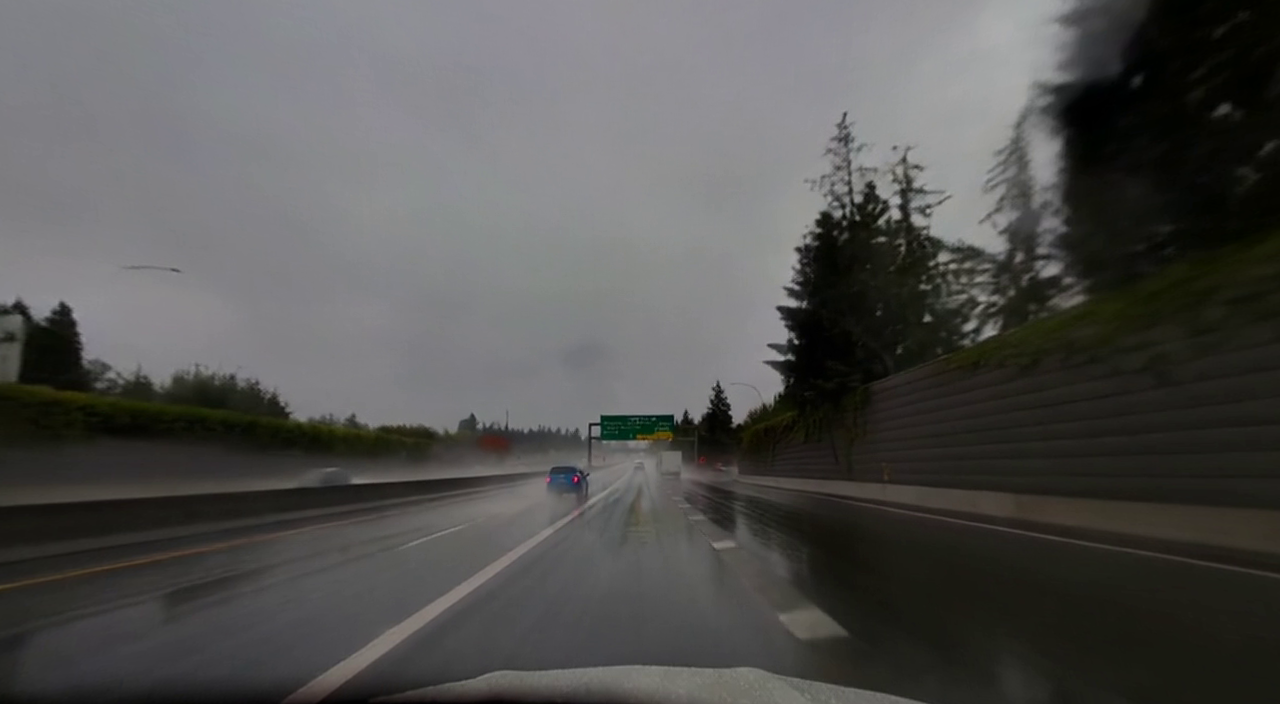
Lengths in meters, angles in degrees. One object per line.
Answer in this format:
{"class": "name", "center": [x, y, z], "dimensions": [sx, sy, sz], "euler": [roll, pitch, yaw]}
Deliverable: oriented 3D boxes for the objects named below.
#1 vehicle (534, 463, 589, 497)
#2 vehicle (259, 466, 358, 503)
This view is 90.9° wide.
{"class": "vehicle", "center": [-3.769, 6.232, 30.938], "dimensions": [2.045, 1.487, 4.582], "euler": [1, -10, 1]}
{"class": "vehicle", "center": [-14.664, 5.874, 28.203], "dimensions": [1.961, 1.478, 4.534], "euler": [1, -10, 0]}
